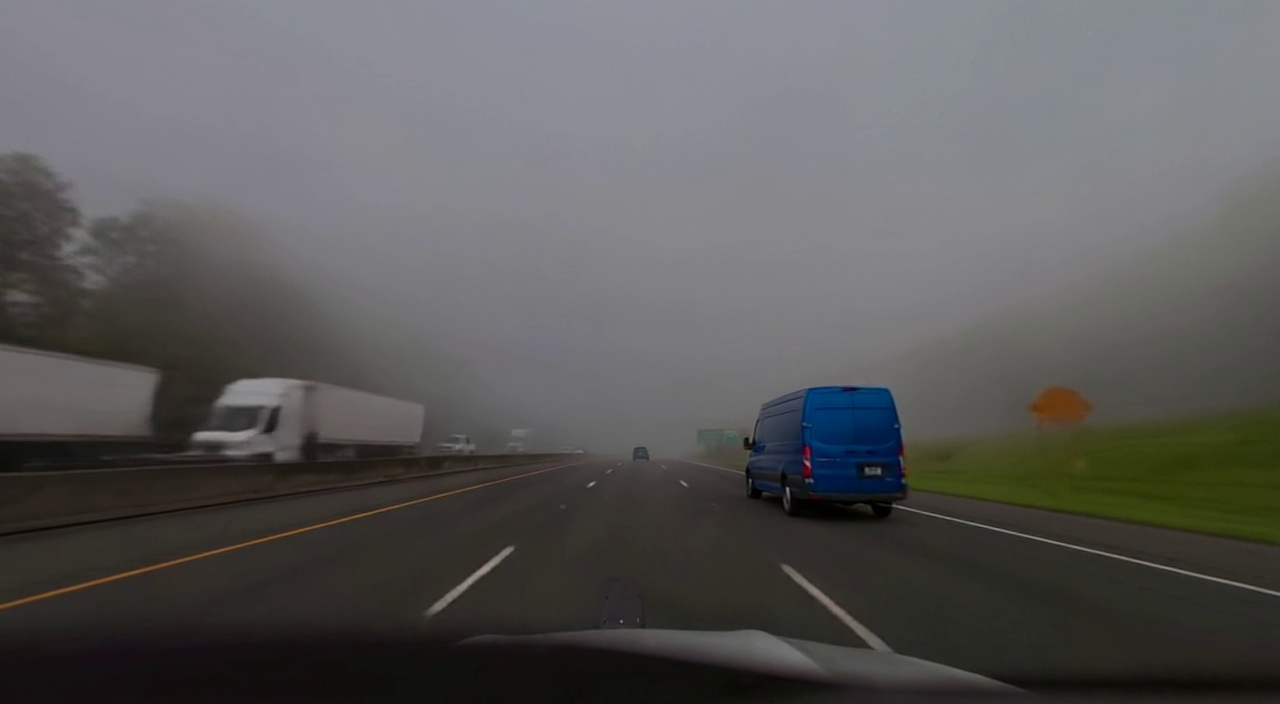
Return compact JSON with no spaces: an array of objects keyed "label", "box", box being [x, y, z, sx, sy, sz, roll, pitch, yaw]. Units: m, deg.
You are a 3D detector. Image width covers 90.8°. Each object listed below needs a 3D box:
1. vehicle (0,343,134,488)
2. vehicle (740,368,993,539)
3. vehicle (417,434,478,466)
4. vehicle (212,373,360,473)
[{"label":"vehicle","box":[-19.534,1.435,15.423,2.848,4.058,13.834,0,-9,0]},{"label":"vehicle","box":[3.886,2.008,12.750,2.552,2.524,6.630,0,-9,-1]},{"label":"vehicle","box":[-11.362,5.817,37.574,2.077,1.737,4.995,0,-9,0]},{"label":"vehicle","box":[-15.267,3.235,27.852,2.929,3.922,5.878,0,-9,0]}]
